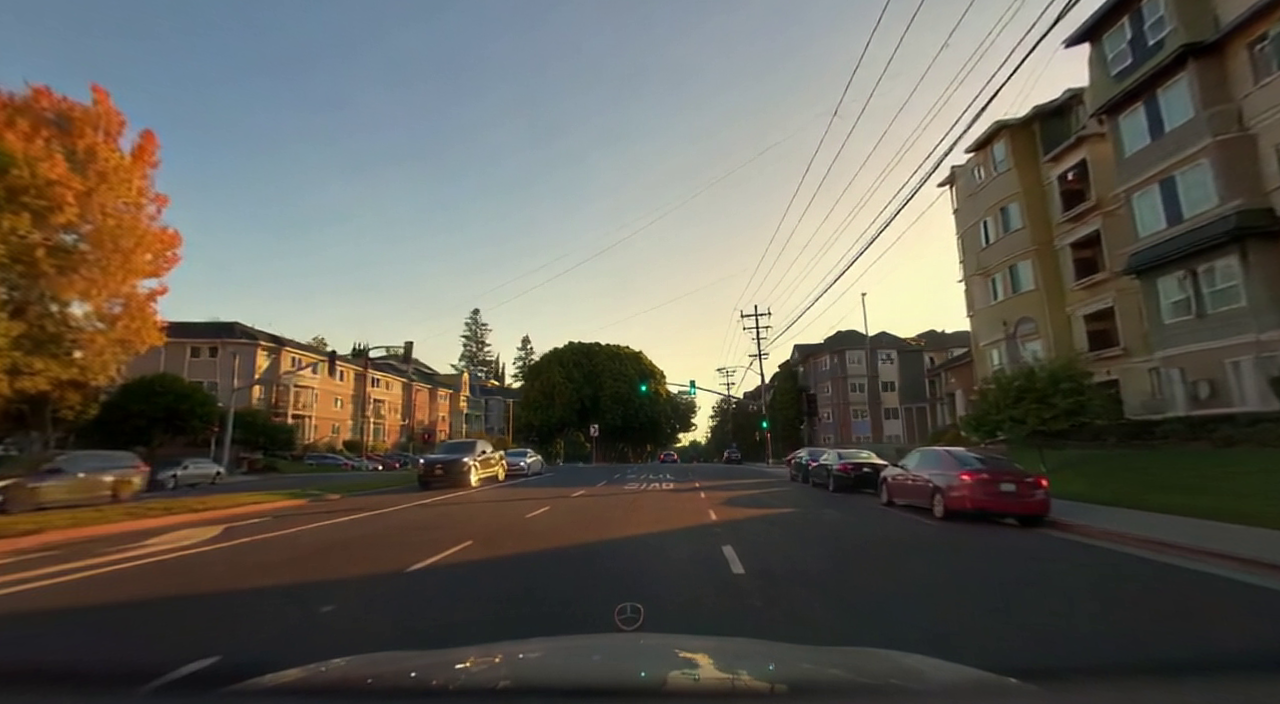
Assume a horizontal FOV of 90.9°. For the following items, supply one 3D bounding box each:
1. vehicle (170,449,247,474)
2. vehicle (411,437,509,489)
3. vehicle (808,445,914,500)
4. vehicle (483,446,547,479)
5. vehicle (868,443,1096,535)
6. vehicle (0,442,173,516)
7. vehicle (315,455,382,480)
[{"bbox_3d":[-30.439,7.748,44.538,4.296,1.502,1.823,-5,-11,9],"label":"vehicle"},{"bbox_3d":[-6.812,4.264,24.586,2.074,1.794,4.832,-1,-8,4],"label":"vehicle"},{"bbox_3d":[6.624,3.617,19.482,1.839,1.461,4.645,0,-8,3],"label":"vehicle"},{"bbox_3d":[-6.138,5.455,31.530,1.953,1.471,4.744,0,-8,4],"label":"vehicle"},{"bbox_3d":[6.400,2.572,12.598,2.121,1.459,4.591,0,-8,2],"label":"vehicle"},{"bbox_3d":[-16.030,3.379,17.458,2.284,1.738,4.773,-1,-8,4],"label":"vehicle"},{"bbox_3d":[-18.473,7.312,40.193,1.895,1.452,4.483,-1,-8,4],"label":"vehicle"}]
